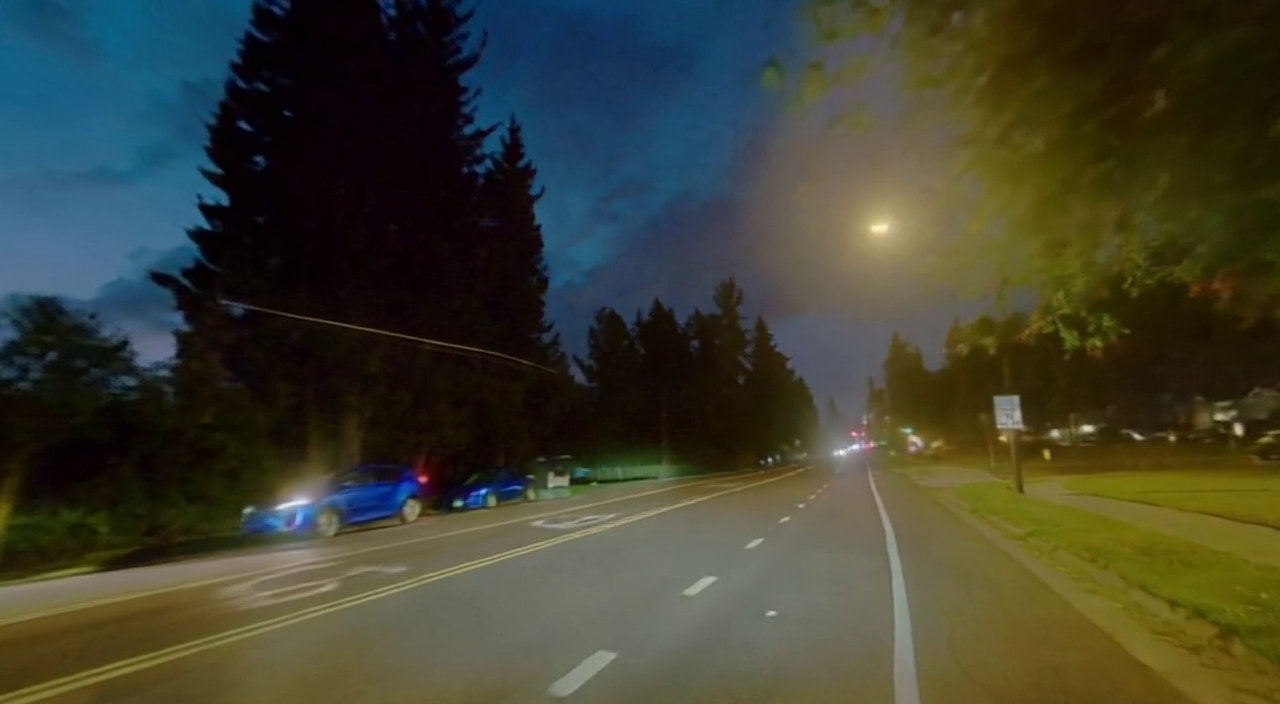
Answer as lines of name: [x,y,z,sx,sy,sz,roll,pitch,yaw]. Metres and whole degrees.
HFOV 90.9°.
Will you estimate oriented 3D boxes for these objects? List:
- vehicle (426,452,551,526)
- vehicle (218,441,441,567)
vehicle: [-5.271,4.811,22.627,2.087,1.700,4.467,-7,-3,20]
vehicle: [-7.649,3.705,16.304,2.159,1.959,5.179,-7,-2,14]
